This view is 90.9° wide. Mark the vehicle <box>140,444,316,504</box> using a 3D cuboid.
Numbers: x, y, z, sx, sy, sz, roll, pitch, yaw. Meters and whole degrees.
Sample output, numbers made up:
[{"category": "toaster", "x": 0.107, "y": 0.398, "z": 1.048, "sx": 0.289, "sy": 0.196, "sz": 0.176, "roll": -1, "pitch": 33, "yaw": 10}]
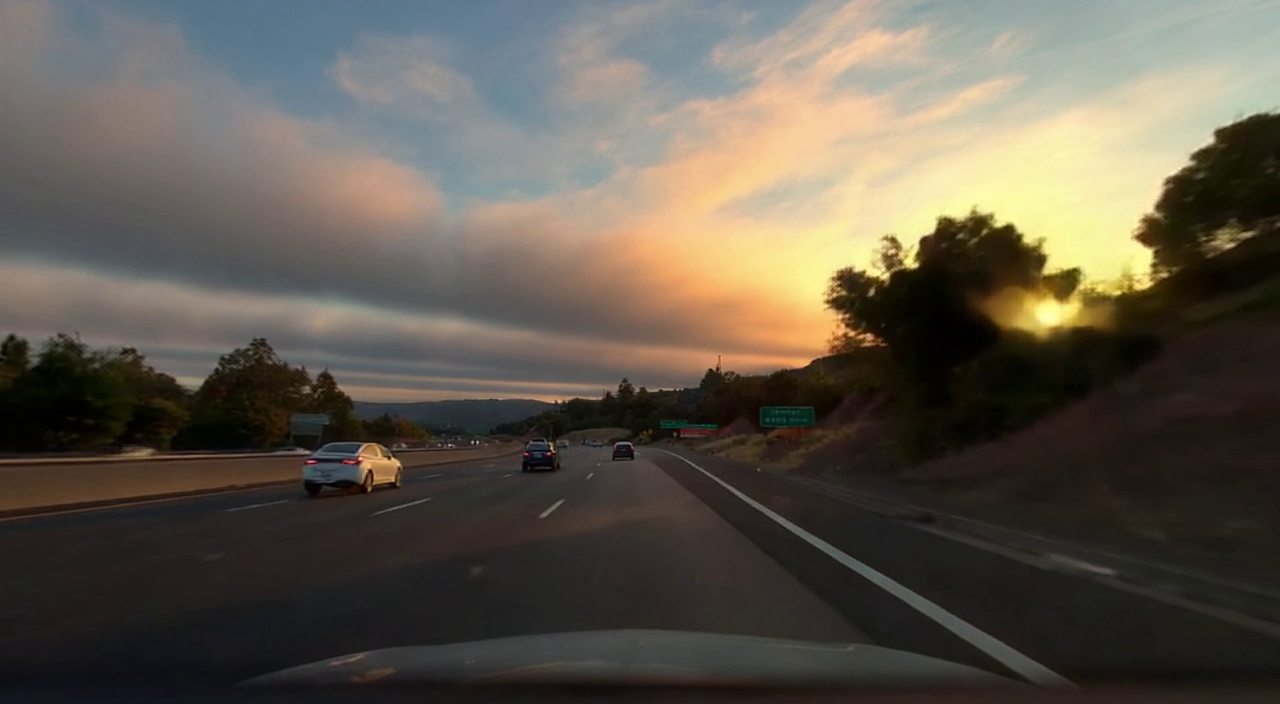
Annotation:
[{"category": "vehicle", "x": -11.756, "y": 3.464, "z": 18.501, "sx": 2.028, "sy": 1.499, "sz": 4.702, "roll": 0, "pitch": -8, "yaw": -1}]

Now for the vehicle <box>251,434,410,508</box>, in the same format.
[{"category": "vehicle", "x": -7.707, "y": 2.976, "z": 16.233, "sx": 2.086, "sy": 1.628, "sz": 4.039, "roll": 0, "pitch": -8, "yaw": -1}]

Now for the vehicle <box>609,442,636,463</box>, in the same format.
[{"category": "vehicle", "x": -1.257, "y": 7.313, "z": 45.923, "sx": 1.881, "sy": 1.460, "sz": 3.694, "roll": 0, "pitch": -8, "yaw": -2}]

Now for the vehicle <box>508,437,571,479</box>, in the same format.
[{"category": "vehicle", "x": -4.169, "y": 4.479, "z": 26.943, "sx": 1.991, "sy": 1.610, "sz": 4.606, "roll": 0, "pitch": -8, "yaw": -1}]
